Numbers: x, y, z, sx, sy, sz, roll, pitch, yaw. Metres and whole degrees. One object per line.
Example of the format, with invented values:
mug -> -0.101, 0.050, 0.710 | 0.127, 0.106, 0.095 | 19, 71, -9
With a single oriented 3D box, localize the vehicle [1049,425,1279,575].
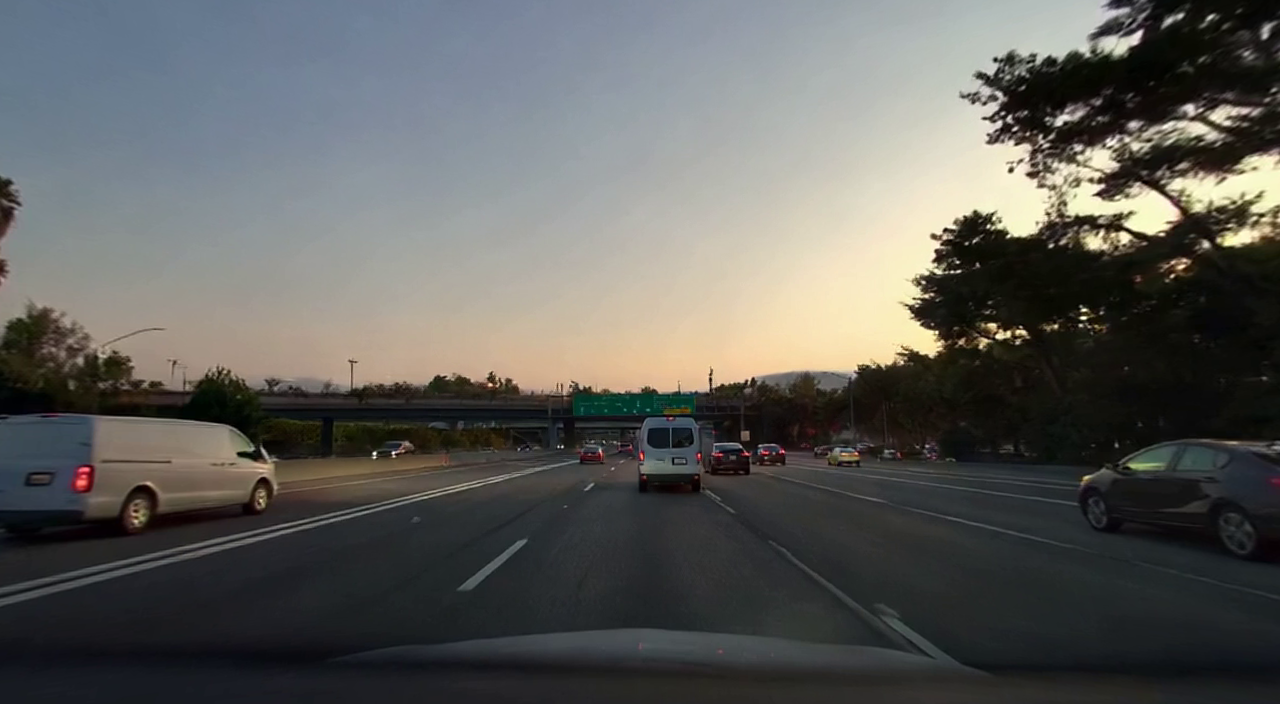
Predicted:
vehicle -> 7.503, 1.694, 7.667 | 2.016, 1.507, 4.474 | 0, -8, 0

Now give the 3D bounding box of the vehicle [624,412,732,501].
vehicle -> 0.837, 2.803, 17.114 | 2.509, 2.062, 4.639 | 0, -8, -2

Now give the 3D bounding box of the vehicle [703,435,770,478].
vehicle -> 4.081, 4.516, 27.434 | 2.146, 1.678, 4.489 | 0, -8, -1

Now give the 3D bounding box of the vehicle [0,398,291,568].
vehicle -> -7.587, 1.735, 9.147 | 2.192, 1.776, 4.957 | 0, -8, 0
